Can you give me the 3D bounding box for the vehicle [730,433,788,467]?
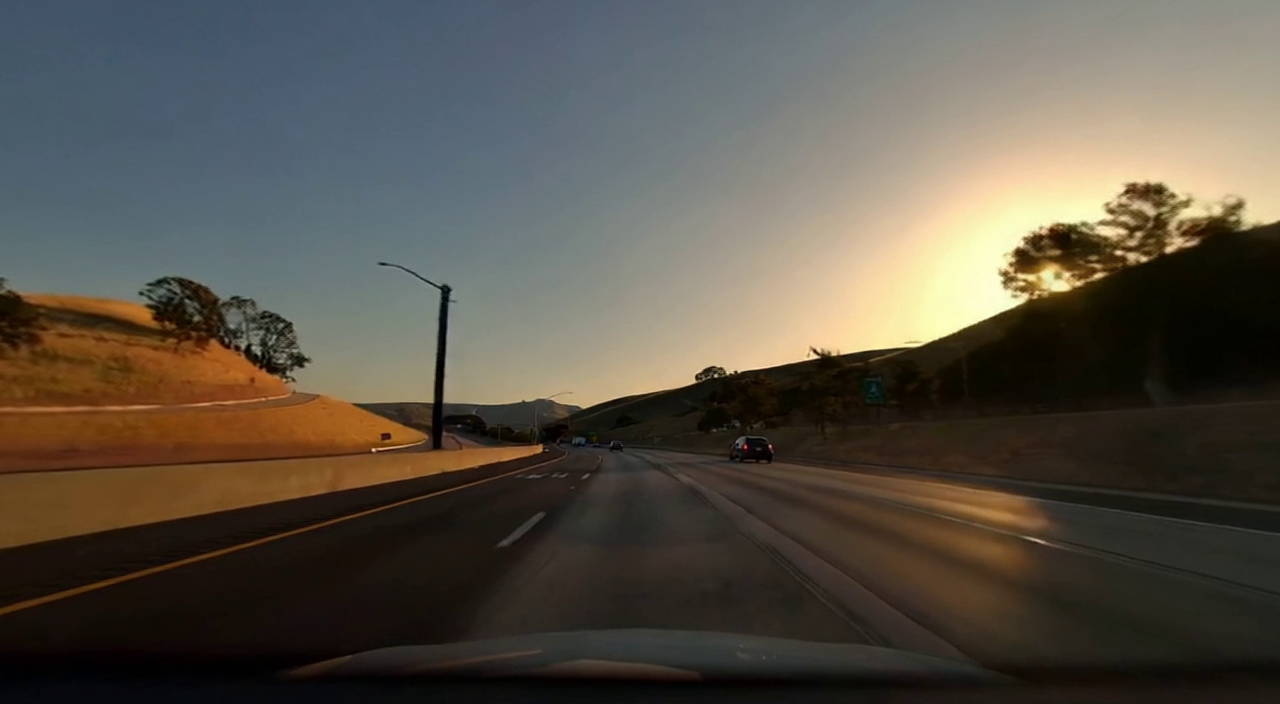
[{"bbox_3d":[6.344,5.325,34.330,2.104,1.723,4.538,0,-8,-2],"label":"vehicle"}]
